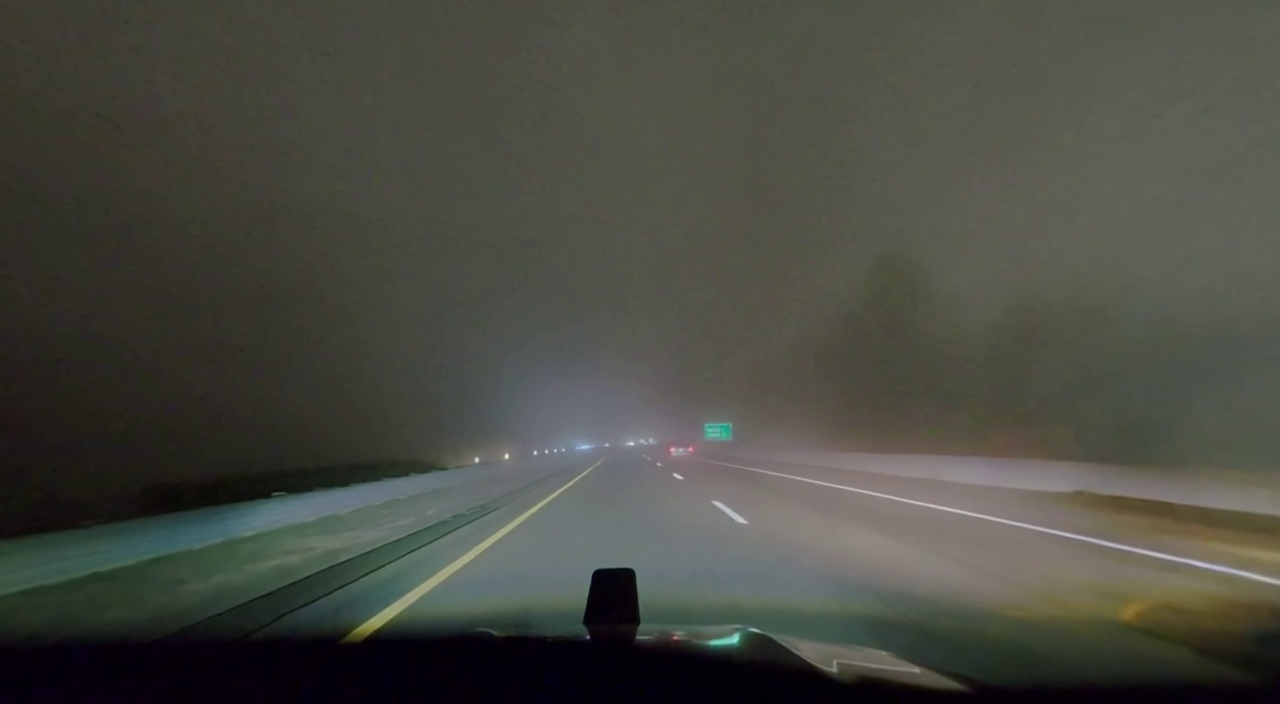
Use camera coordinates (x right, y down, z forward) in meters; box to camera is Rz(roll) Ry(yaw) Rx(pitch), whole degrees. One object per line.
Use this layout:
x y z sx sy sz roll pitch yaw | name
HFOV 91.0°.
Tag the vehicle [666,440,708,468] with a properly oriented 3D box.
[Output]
2.574 5.704 35.480 2.005 1.466 3.739 0 -8 -1 | vehicle
